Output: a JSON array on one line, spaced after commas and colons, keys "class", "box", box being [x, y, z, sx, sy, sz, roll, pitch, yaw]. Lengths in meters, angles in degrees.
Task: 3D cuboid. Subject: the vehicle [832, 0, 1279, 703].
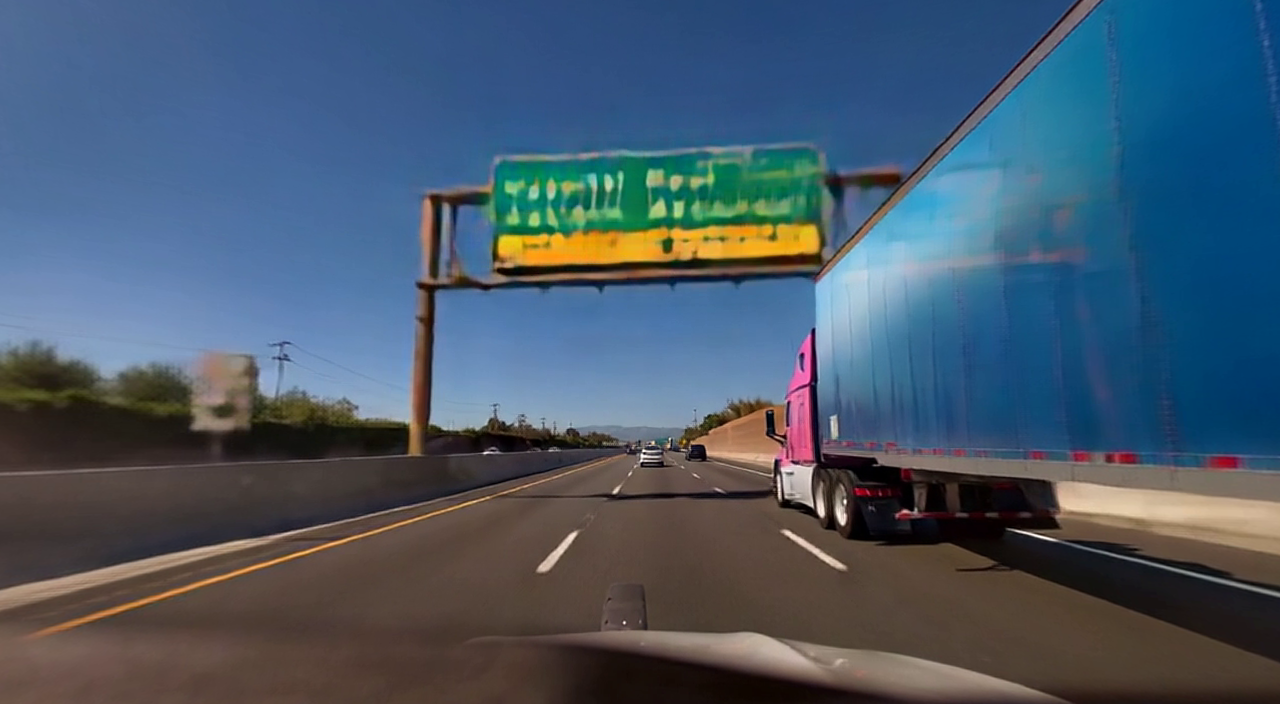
[{"class": "vehicle", "box": [4.184, -0.580, 0.903, 3.019, 4.145, 16.453, 0, -8, 1]}]

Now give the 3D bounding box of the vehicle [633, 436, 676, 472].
[{"class": "vehicle", "box": [0.778, 5.605, 34.770, 2.205, 1.860, 4.301, 0, -8, 0]}]
